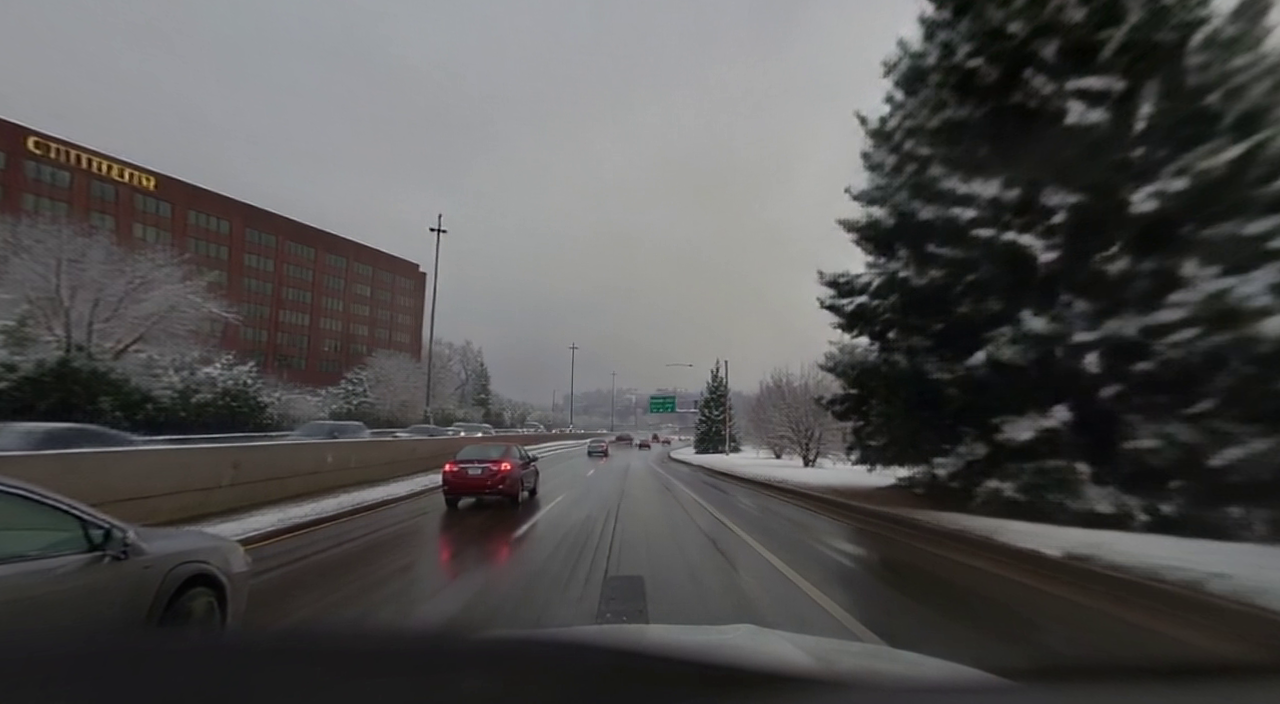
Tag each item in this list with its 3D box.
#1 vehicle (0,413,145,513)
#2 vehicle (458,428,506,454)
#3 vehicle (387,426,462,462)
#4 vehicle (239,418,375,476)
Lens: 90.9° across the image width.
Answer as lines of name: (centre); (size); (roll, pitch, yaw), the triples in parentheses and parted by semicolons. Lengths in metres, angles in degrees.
vehicle: (-10.817, 1.779, 10.147); (1.953, 1.520, 4.549); (-1, -8, 1)
vehicle: (-10.585, 6.033, 42.630); (1.926, 1.650, 4.593); (-1, -8, 1)
vehicle: (-10.428, 4.506, 30.872); (2.016, 1.607, 4.491); (-1, -9, 1)
vehicle: (-10.665, 3.105, 20.622); (2.033, 1.662, 4.394); (0, -8, 0)
